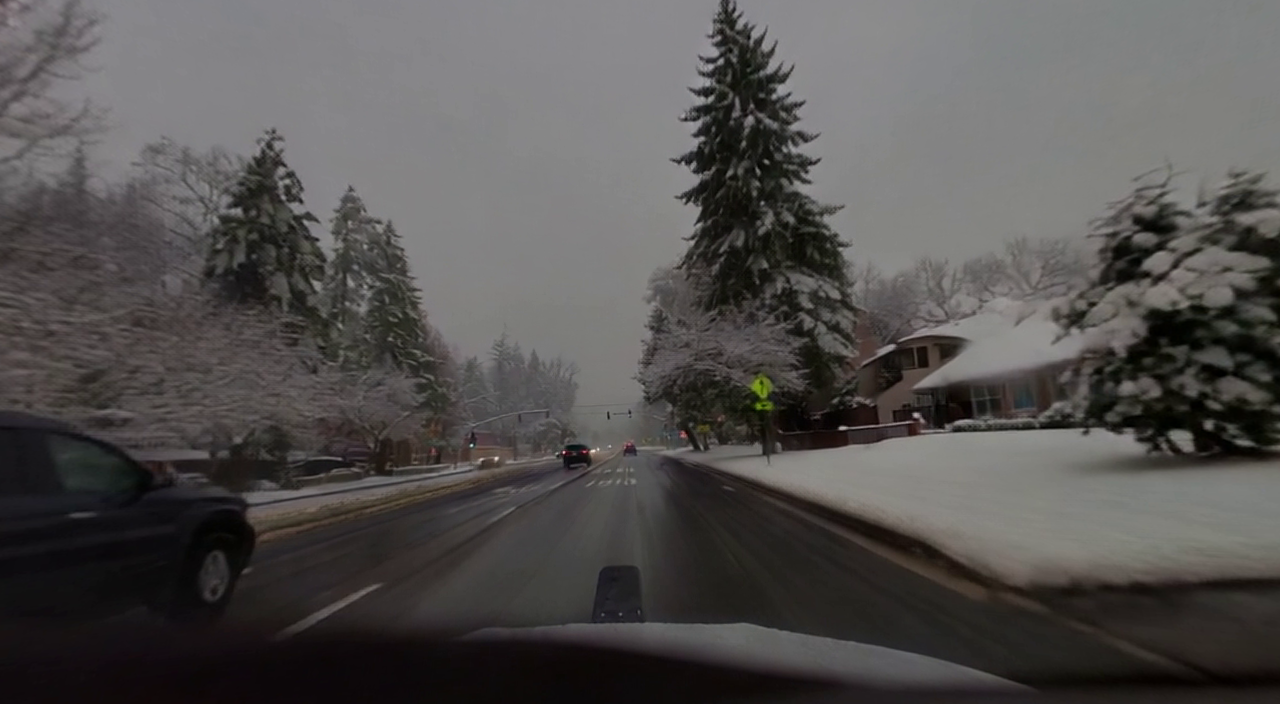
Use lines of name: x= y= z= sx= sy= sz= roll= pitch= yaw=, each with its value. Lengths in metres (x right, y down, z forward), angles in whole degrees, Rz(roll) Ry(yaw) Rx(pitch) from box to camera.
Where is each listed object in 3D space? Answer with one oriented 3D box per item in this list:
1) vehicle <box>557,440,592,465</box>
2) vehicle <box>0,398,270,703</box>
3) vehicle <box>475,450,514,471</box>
vehicle: x=-4.712 y=7.276 z=46.006 sx=2.065 sy=1.714 sz=4.272 roll=0 pitch=-8 yaw=1
vehicle: x=-4.590 y=1.136 z=3.557 sx=2.169 sy=1.706 sz=4.638 roll=0 pitch=-8 yaw=0
vehicle: x=-11.245 y=8.412 z=49.179 sx=2.032 sy=1.493 sz=4.761 roll=0 pitch=-8 yaw=-1
